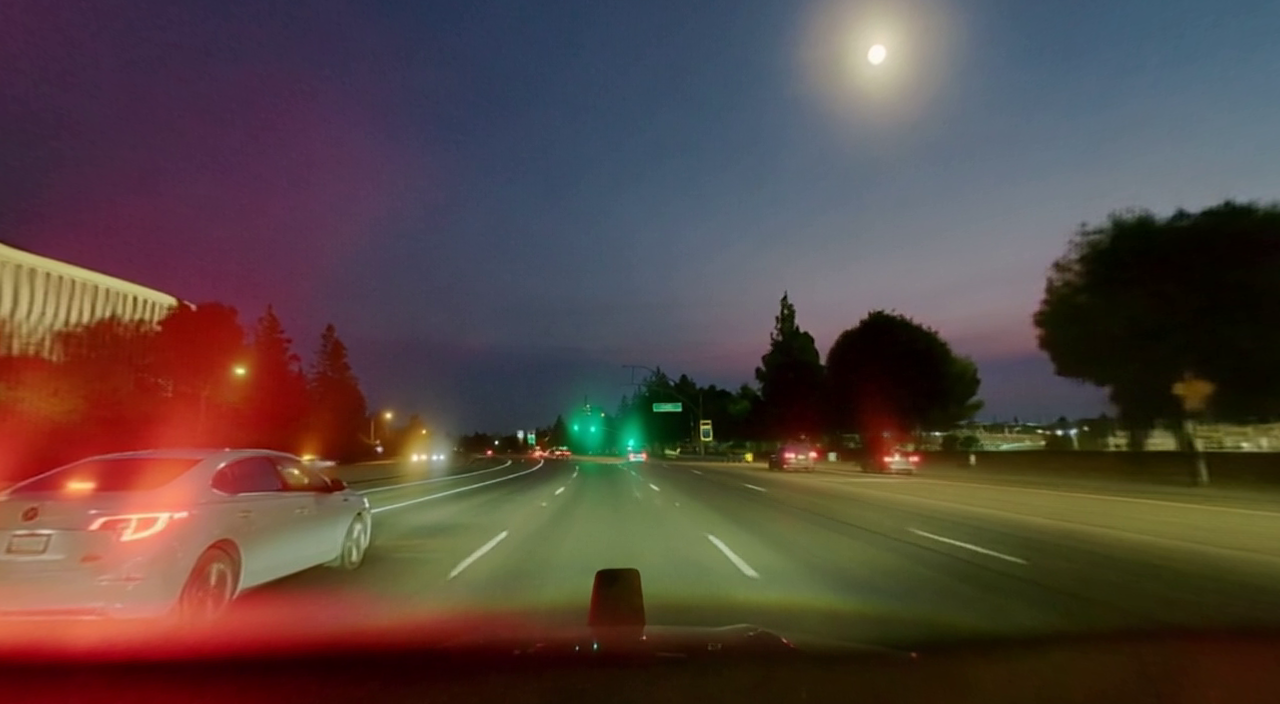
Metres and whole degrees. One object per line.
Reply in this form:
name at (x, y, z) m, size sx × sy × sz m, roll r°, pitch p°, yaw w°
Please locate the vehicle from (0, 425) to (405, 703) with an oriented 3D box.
vehicle at (-3.840, 1.437, 5.402) m, size 2.018 × 1.476 × 4.364 m, roll 0°, pitch -8°, yaw -1°
